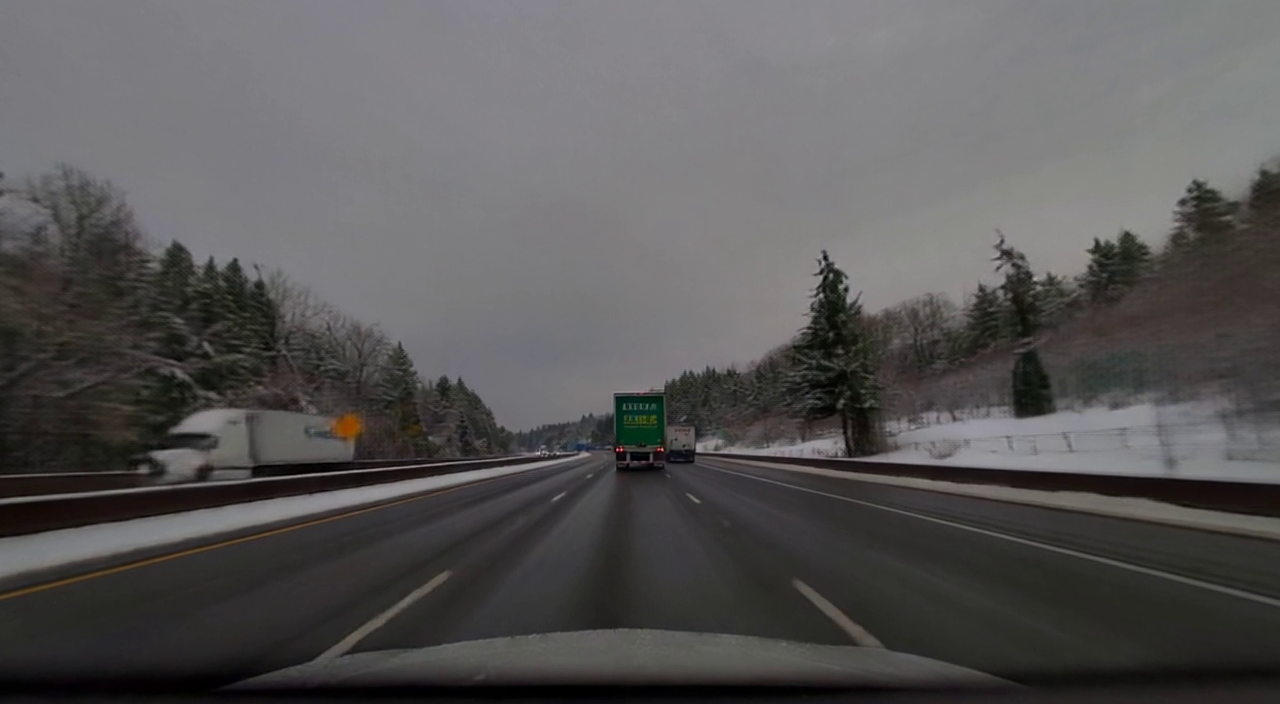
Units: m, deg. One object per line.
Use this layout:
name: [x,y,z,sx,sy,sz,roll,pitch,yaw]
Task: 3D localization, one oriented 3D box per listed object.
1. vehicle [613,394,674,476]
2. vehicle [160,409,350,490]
vehicle: [0.129,5.010,36.873,3.057,4.073,10.792,0,-9,0]
vehicle: [-20.874,5.525,35.522,2.825,3.752,12.301,0,-9,0]
